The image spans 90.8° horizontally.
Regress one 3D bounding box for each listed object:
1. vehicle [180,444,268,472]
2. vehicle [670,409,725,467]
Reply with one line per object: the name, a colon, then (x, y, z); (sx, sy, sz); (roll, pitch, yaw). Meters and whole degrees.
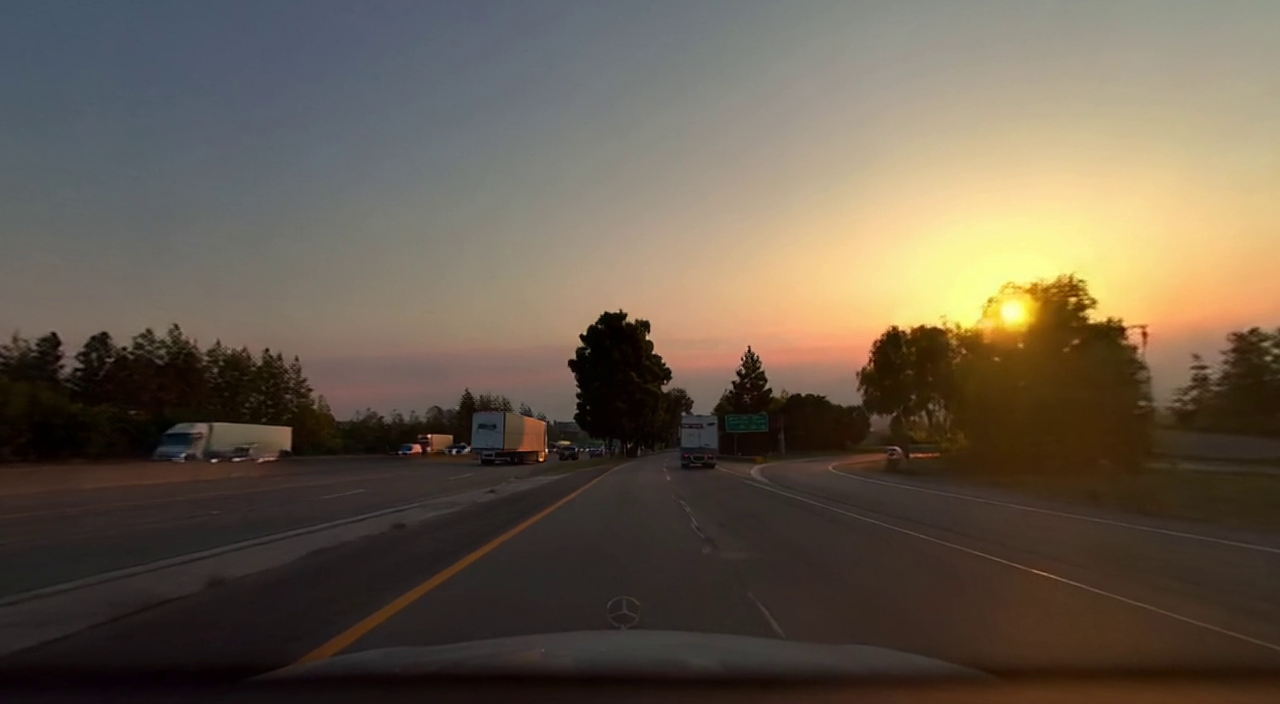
vehicle: (-23.734, 6.056, 36.239); (1.846, 1.509, 4.493); (-1, -9, 2)
vehicle: (3.960, 6.501, 46.753); (2.928, 3.595, 13.975); (0, -9, 1)
